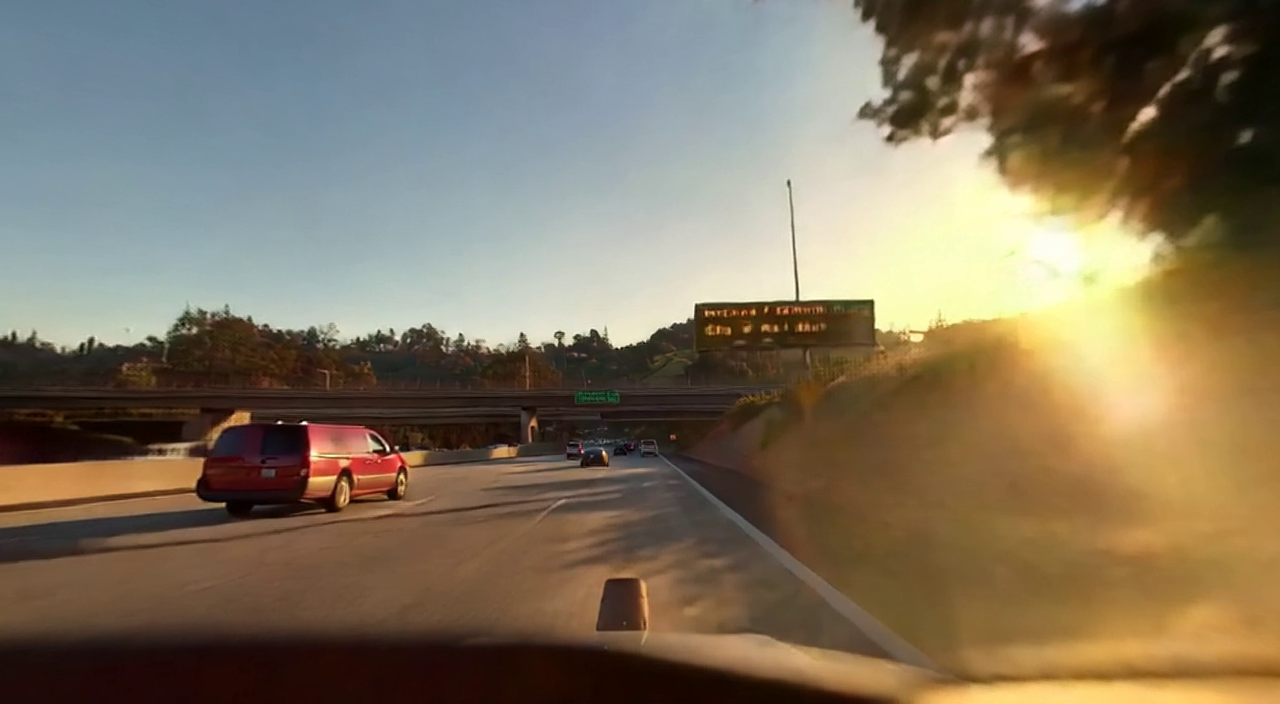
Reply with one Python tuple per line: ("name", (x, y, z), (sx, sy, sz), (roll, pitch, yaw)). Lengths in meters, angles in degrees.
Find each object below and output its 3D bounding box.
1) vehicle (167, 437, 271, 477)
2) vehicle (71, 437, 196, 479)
("vehicle", (-16.223, 4.049, 24.509), (1.530, 1.404, 3.459), (0, -8, 2))
("vehicle", (-20.222, 4.232, 25.402), (1.890, 1.538, 3.644), (0, -8, 3))
